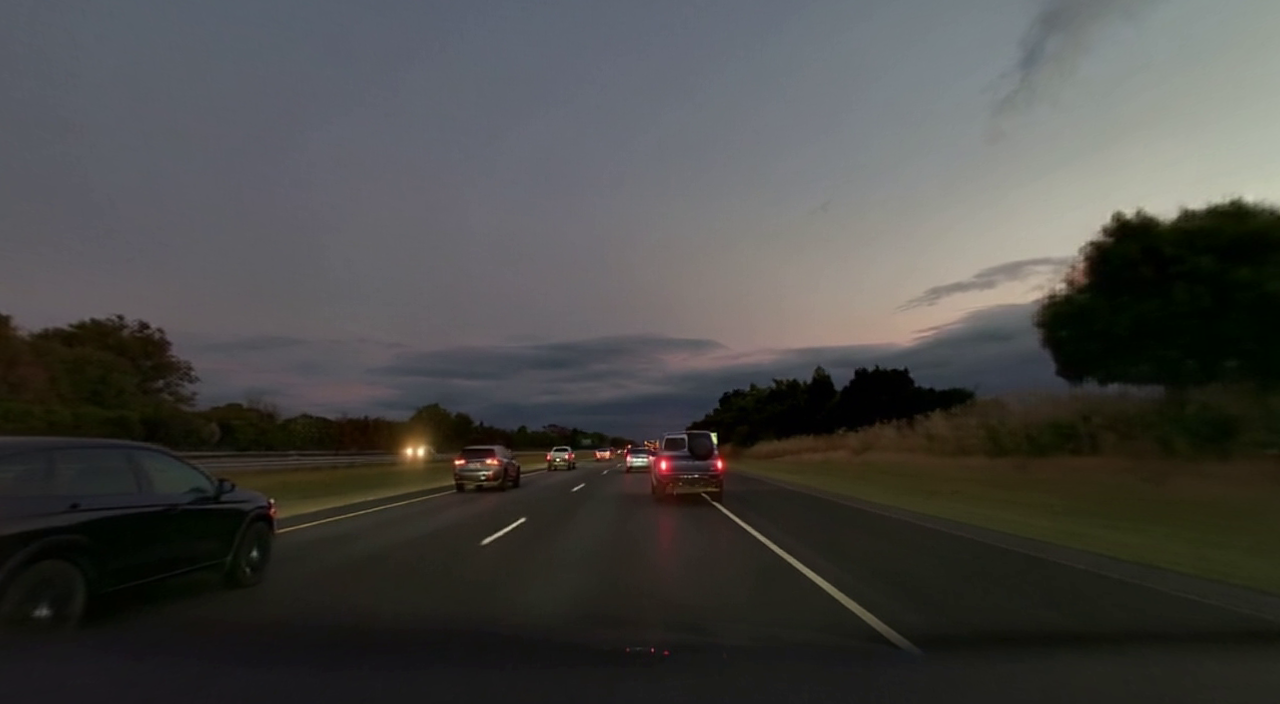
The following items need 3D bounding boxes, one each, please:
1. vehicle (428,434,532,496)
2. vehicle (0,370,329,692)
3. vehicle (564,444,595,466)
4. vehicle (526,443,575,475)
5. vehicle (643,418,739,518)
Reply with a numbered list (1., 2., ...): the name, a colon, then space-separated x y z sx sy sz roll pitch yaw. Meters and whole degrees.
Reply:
1. vehicle: -4.646 3.344 19.015 1.934 1.642 4.201 0 -9 2
2. vehicle: -4.300 1.118 4.521 2.034 1.642 3.969 0 -9 1
3. vehicle: -4.513 7.745 47.471 1.855 1.527 4.209 0 -9 0
4. vehicle: -4.440 5.394 31.924 1.867 1.489 3.829 0 -9 1
5. vehicle: 0.996 2.558 14.311 1.825 1.920 3.960 0 -9 0
